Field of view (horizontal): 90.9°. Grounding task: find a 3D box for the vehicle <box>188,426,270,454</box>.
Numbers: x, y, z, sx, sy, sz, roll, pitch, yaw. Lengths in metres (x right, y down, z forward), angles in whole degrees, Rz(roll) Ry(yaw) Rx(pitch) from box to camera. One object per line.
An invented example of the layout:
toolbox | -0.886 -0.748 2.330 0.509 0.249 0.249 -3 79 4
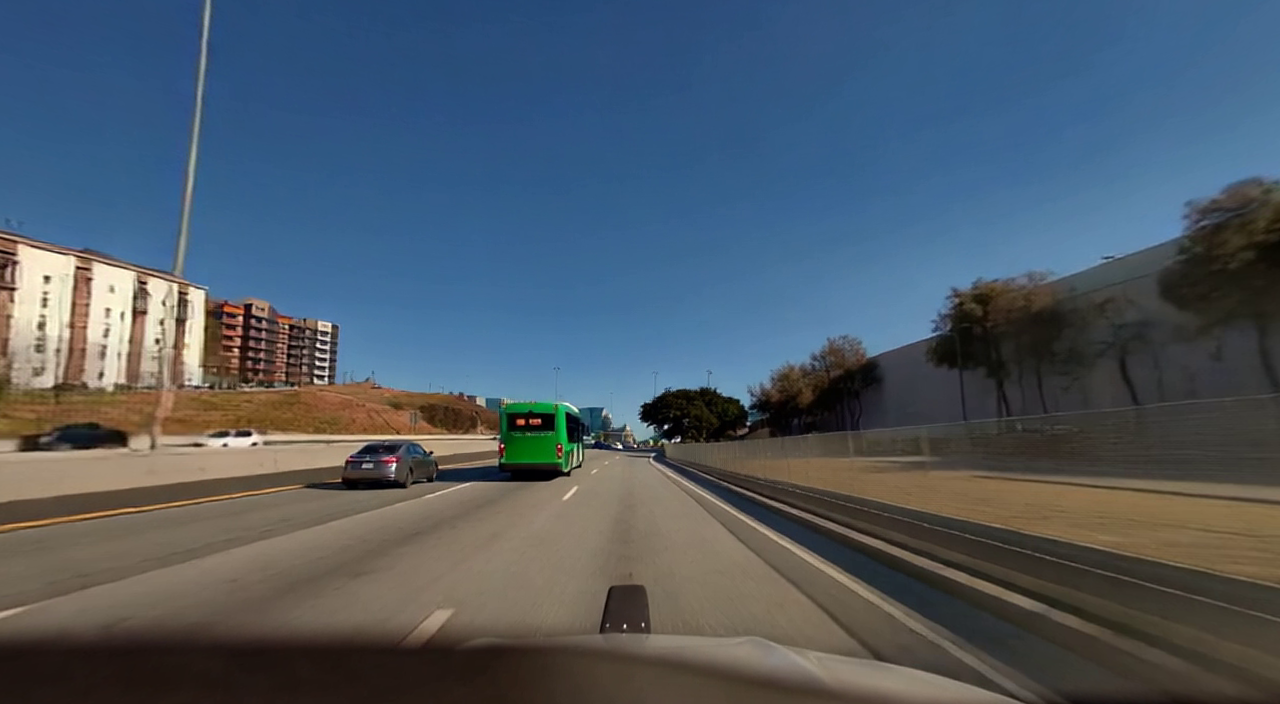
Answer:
vehicle | -24.463 5.281 37.701 1.843 1.533 4.083 -1 -9 6

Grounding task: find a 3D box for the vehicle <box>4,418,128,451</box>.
vehicle | -31.979 4.676 35.357 1.840 1.662 5.052 -1 -9 6

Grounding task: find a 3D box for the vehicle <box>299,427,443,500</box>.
vehicle | -7.099 2.996 17.262 1.993 1.690 4.450 0 -9 -1

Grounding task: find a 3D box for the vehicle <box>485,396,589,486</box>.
vehicle | -3.710 3.614 24.913 2.888 2.944 8.373 0 -10 -1
